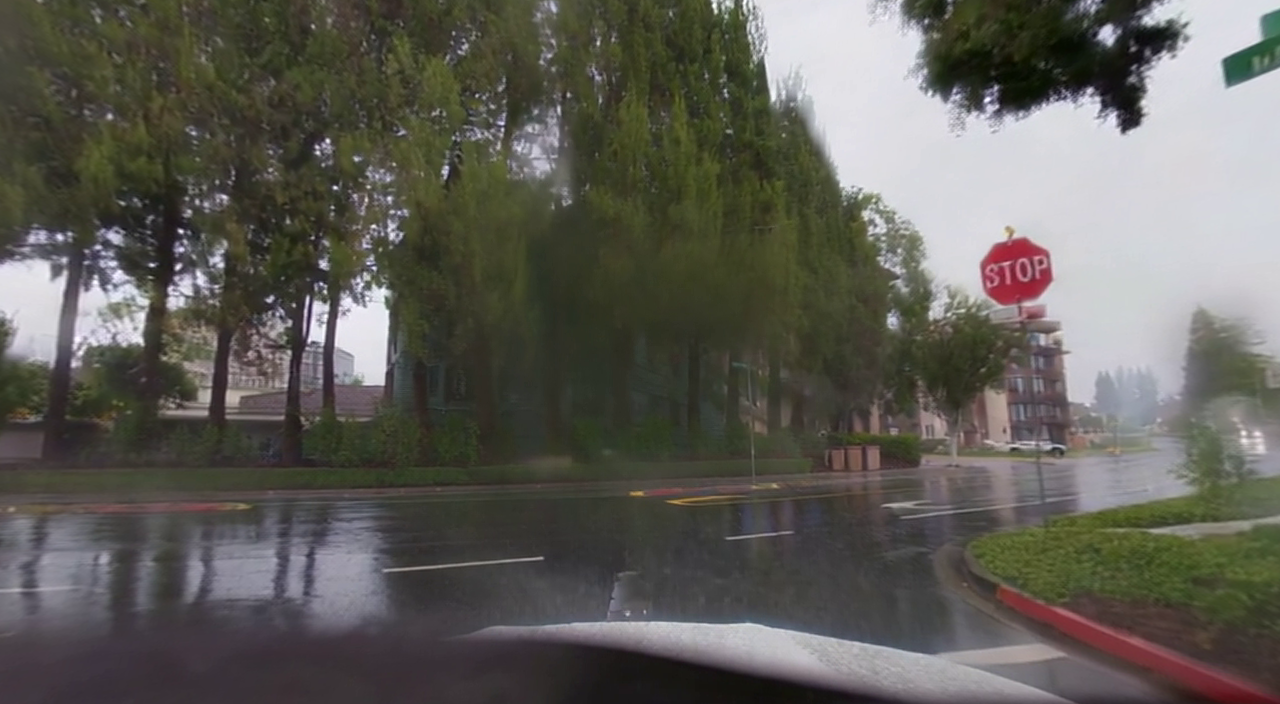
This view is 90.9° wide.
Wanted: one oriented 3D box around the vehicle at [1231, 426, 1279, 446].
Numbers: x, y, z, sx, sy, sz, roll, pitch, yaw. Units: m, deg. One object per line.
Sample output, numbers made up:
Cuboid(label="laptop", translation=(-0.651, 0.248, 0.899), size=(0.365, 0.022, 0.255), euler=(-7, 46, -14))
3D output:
Cuboid(label="vehicle", translation=(48.038, 6.584, 49.080), size=(4.473, 1.474, 2.108), euler=(6, -11, -37))
